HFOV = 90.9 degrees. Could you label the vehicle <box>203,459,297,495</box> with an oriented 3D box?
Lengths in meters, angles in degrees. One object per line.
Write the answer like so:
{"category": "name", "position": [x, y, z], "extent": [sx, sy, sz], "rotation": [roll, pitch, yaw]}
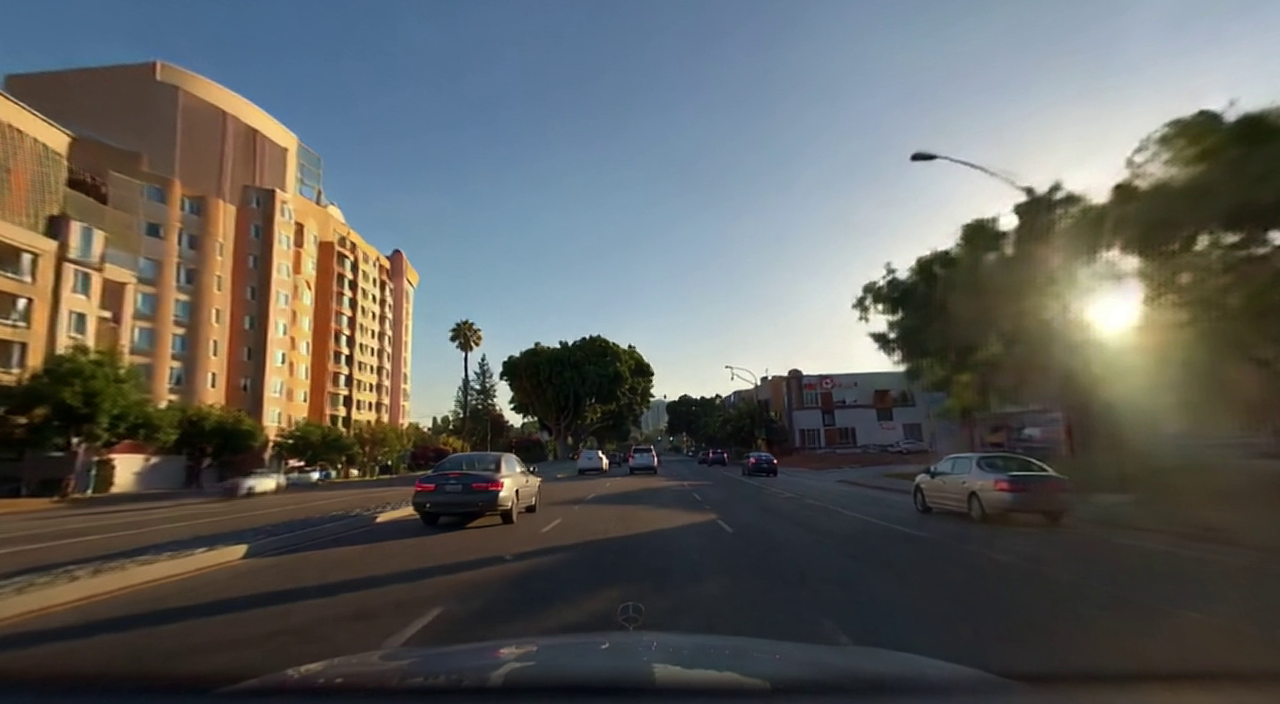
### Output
{"category": "vehicle", "position": [-20.388, 6.529, 33.245], "extent": [2.014, 1.663, 4.472], "rotation": [0, -9, 1]}

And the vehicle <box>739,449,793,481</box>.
{"category": "vehicle", "position": [6.108, 5.503, 30.995], "extent": [1.884, 1.458, 4.245], "rotation": [0, -9, 2]}

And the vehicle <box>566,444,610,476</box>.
{"category": "vehicle", "position": [-3.009, 6.398, 37.621], "extent": [2.117, 1.799, 4.442], "rotation": [0, -9, 2]}

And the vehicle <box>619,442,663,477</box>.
{"category": "vehicle", "position": [0.076, 6.066, 35.734], "extent": [2.304, 1.795, 4.526], "rotation": [0, -9, 1]}

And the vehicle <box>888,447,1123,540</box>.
{"category": "vehicle", "position": [6.768, 2.620, 12.430], "extent": [1.865, 1.458, 4.605], "rotation": [0, -9, 0]}

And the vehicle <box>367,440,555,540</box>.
{"category": "vehicle", "position": [-3.006, 2.436, 11.772], "extent": [2.095, 1.486, 4.411], "rotation": [0, -9, 2]}
